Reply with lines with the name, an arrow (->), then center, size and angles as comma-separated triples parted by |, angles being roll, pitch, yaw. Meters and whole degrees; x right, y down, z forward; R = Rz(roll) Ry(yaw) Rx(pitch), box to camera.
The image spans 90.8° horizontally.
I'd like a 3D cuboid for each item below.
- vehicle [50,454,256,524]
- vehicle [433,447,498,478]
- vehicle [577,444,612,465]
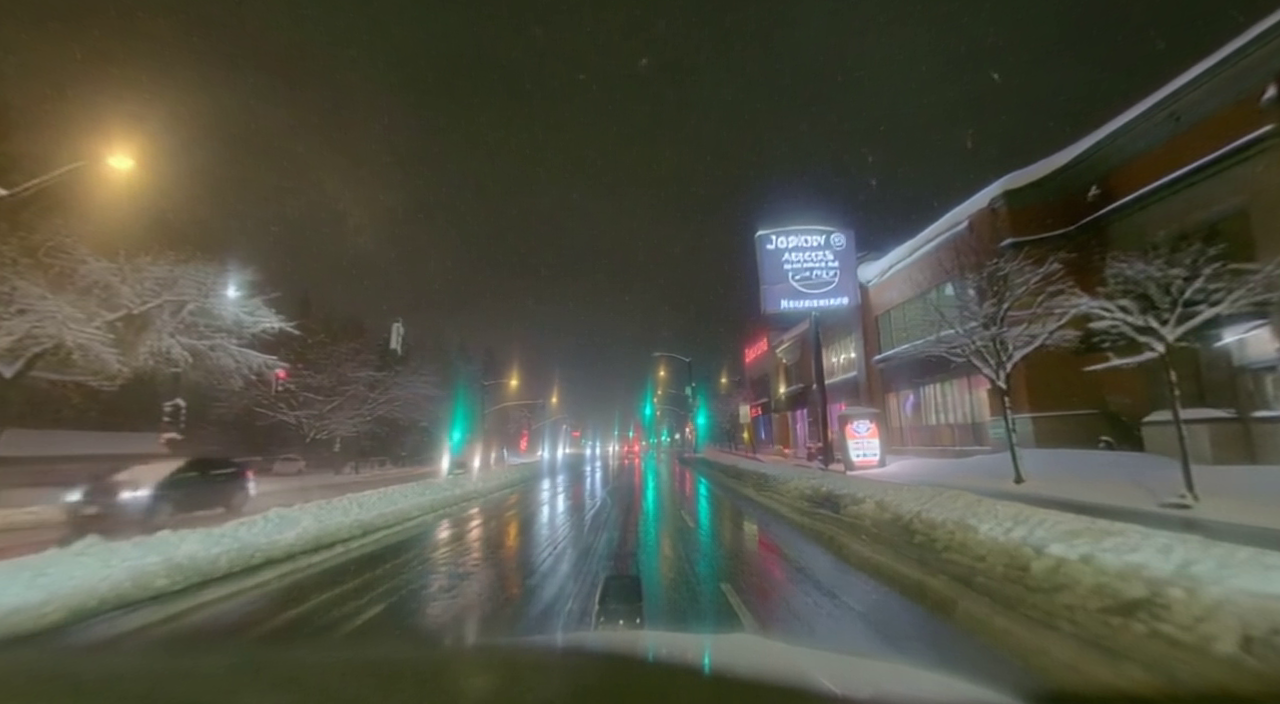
vehicle -> -12.412, 3.462, 16.585 | 1.756, 1.511, 4.474 | -1, -9, 1
vehicle -> -9.002, 5.731, 33.053 | 2.050, 1.457, 4.338 | -1, -9, 2
vehicle -> -3.101, 7.162, 44.253 | 1.962, 1.420, 4.021 | -1, -9, 3
